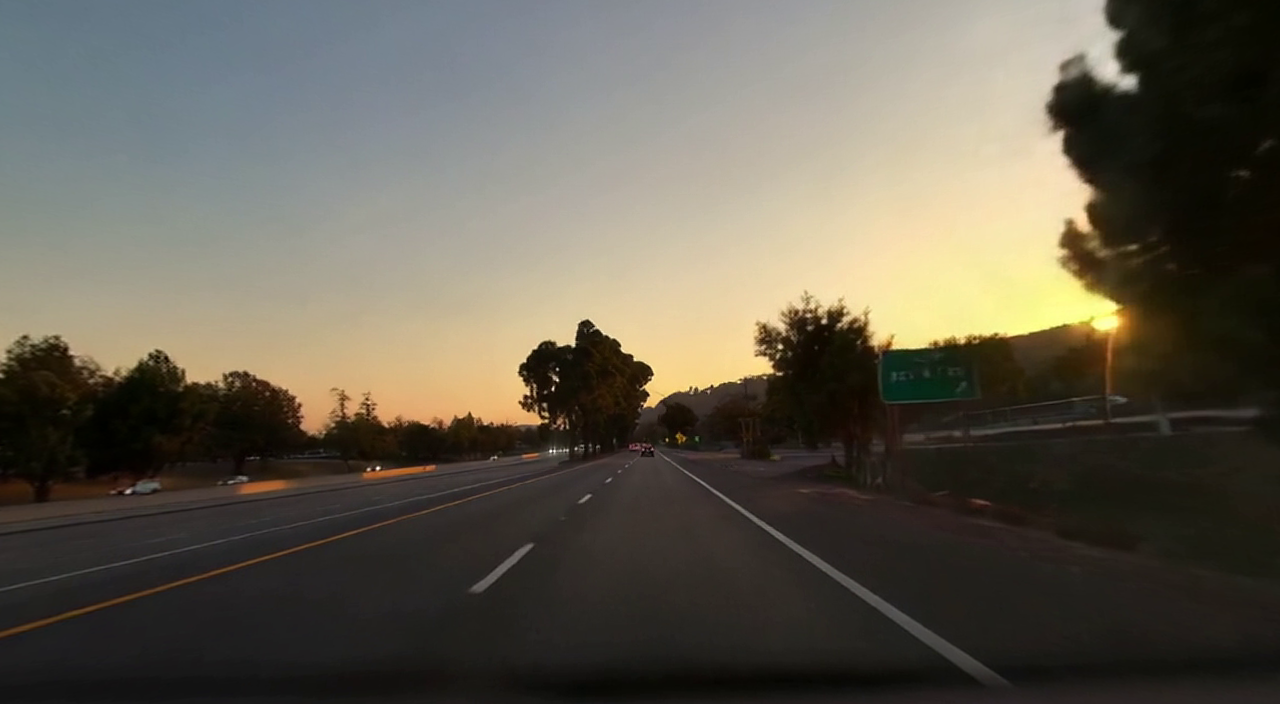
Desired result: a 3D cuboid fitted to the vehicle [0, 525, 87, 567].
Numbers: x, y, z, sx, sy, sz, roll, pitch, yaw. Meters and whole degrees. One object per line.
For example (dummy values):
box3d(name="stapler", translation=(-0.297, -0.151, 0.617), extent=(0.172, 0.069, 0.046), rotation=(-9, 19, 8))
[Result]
box3d(name="vehicle", translation=(-30.841, 9.708, 31.577), extent=(1.775, 1.530, 4.579), rotation=(-2, -10, 3))
